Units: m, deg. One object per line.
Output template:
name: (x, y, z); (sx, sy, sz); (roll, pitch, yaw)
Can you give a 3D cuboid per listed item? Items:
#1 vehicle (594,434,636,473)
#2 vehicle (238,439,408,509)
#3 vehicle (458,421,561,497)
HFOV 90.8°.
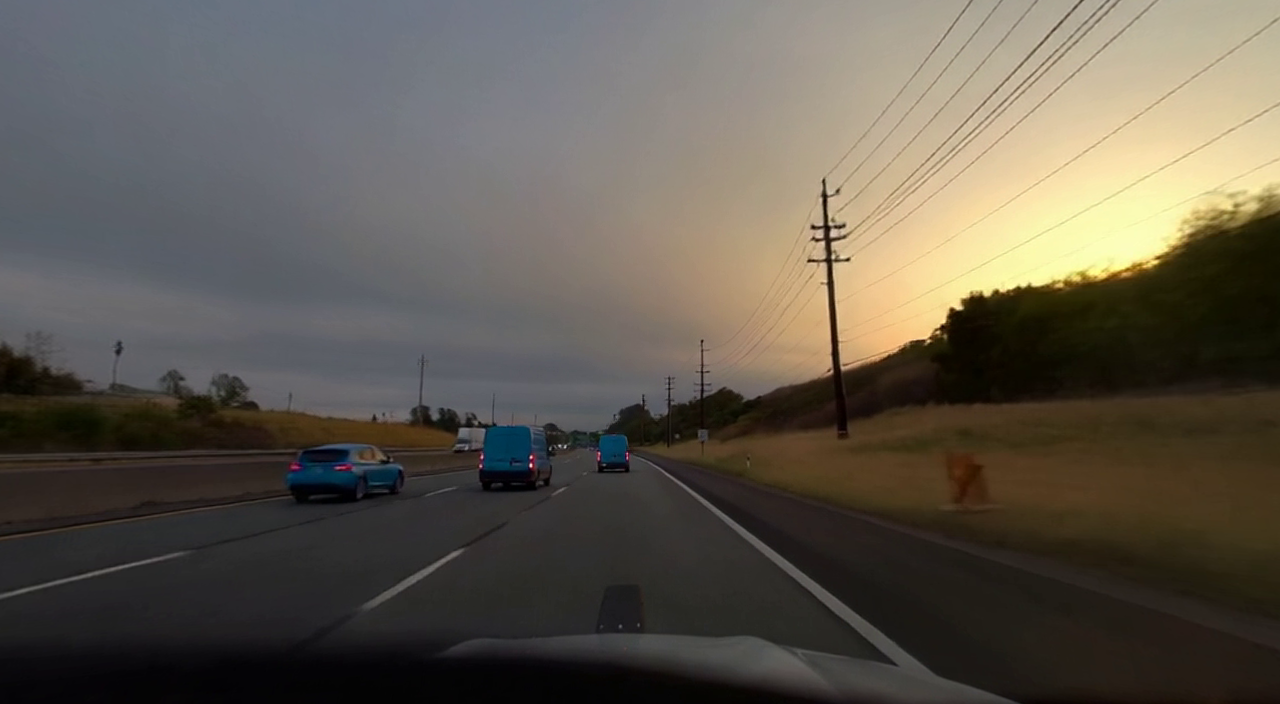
vehicle: (-1.352, 5.760, 35.881); (2.197, 2.011, 5.130); (0, -9, -1)
vehicle: (-7.926, 3.079, 16.432); (1.975, 1.540, 4.759); (0, -9, 0)
vehicle: (-3.814, 3.252, 19.482); (2.145, 2.010, 4.980); (0, -9, 0)
